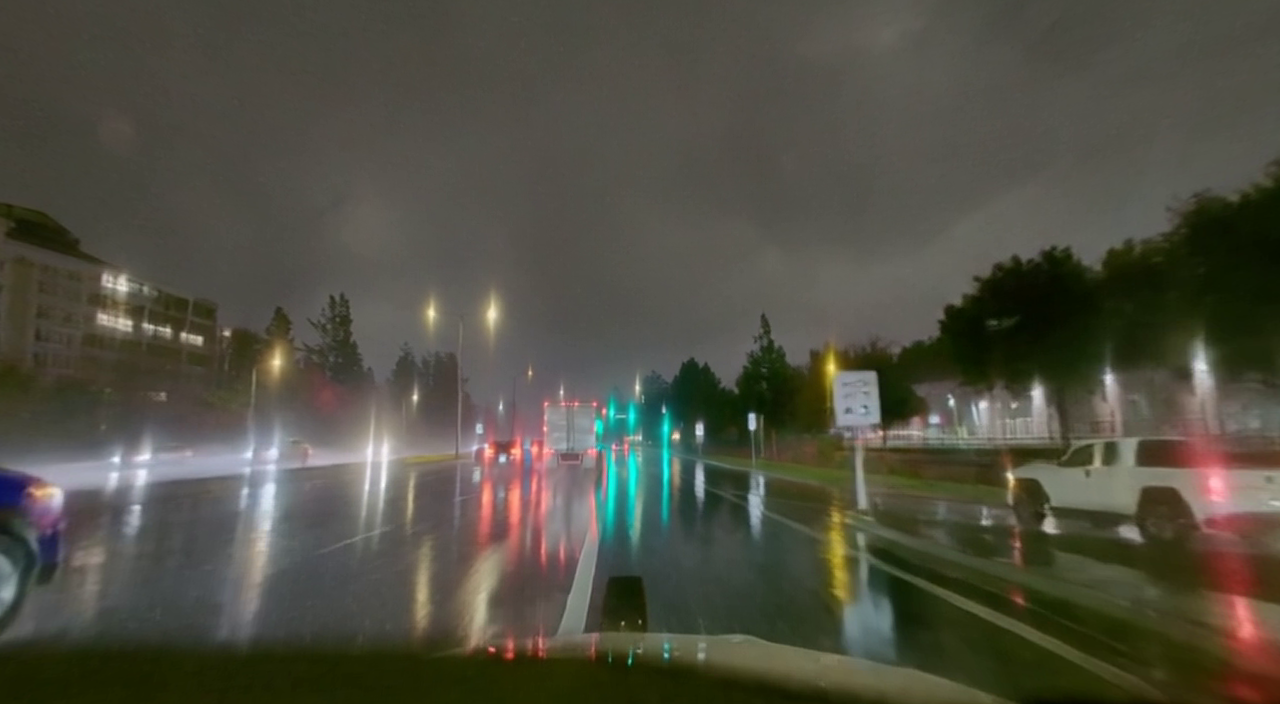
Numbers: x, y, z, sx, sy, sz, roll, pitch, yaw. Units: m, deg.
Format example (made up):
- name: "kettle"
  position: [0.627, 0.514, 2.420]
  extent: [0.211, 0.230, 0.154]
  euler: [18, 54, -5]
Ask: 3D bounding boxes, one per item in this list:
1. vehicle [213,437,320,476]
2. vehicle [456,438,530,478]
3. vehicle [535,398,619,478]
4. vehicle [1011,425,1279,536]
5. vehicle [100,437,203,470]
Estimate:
- name: "vehicle"
  position: [-15.719, 4.412, 26.786]
  extent: [2.026, 1.523, 4.584]
  euler: [1, -9, -5]
- name: "vehicle"
  position: [-5.809, 4.234, 25.292]
  extent: [2.023, 1.483, 4.143]
  euler: [0, -9, -1]
- name: "vehicle"
  position: [-2.511, 3.782, 27.397]
  extent: [2.993, 3.051, 6.692]
  euler: [0, -9, -1]
- name: "vehicle"
  position: [9.834, 2.238, 11.429]
  extent: [2.140, 1.685, 4.720]
  euler: [6, -10, -34]
- name: "vehicle"
  position: [-32.524, 6.802, 42.118]
  extent: [2.239, 2.033, 5.849]
  euler: [0, -9, -1]
